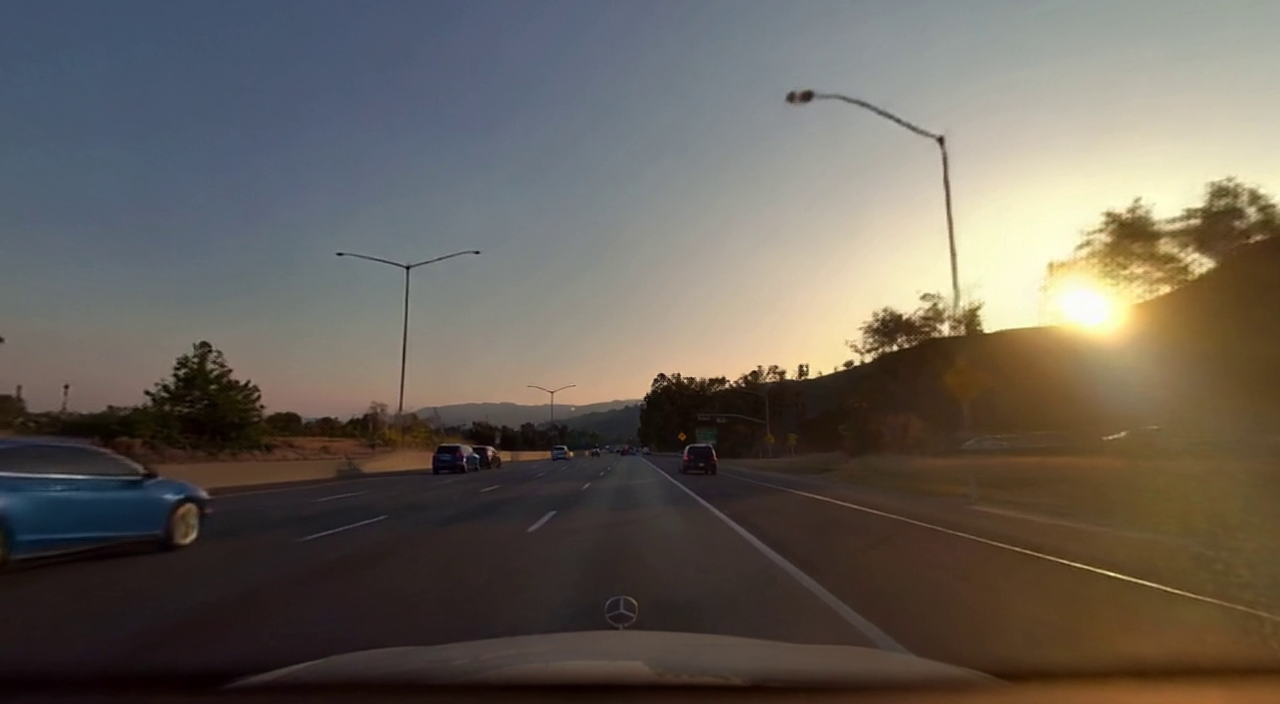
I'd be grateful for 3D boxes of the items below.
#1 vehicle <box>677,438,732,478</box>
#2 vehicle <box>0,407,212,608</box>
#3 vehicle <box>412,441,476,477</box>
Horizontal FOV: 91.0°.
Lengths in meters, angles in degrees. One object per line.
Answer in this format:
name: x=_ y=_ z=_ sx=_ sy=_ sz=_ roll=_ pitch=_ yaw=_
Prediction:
vehicle: x=3.170 y=5.351 z=32.065 sx=2.184 sy=1.892 sz=4.763 roll=0 pitch=-9 yaw=-2
vehicle: x=-7.080 y=1.419 z=5.767 sx=2.524 sy=1.806 sz=5.325 roll=0 pitch=-9 yaw=0
vehicle: x=-11.109 y=6.083 z=36.036 sx=2.137 sy=1.873 sz=4.687 roll=0 pitch=-9 yaw=0
